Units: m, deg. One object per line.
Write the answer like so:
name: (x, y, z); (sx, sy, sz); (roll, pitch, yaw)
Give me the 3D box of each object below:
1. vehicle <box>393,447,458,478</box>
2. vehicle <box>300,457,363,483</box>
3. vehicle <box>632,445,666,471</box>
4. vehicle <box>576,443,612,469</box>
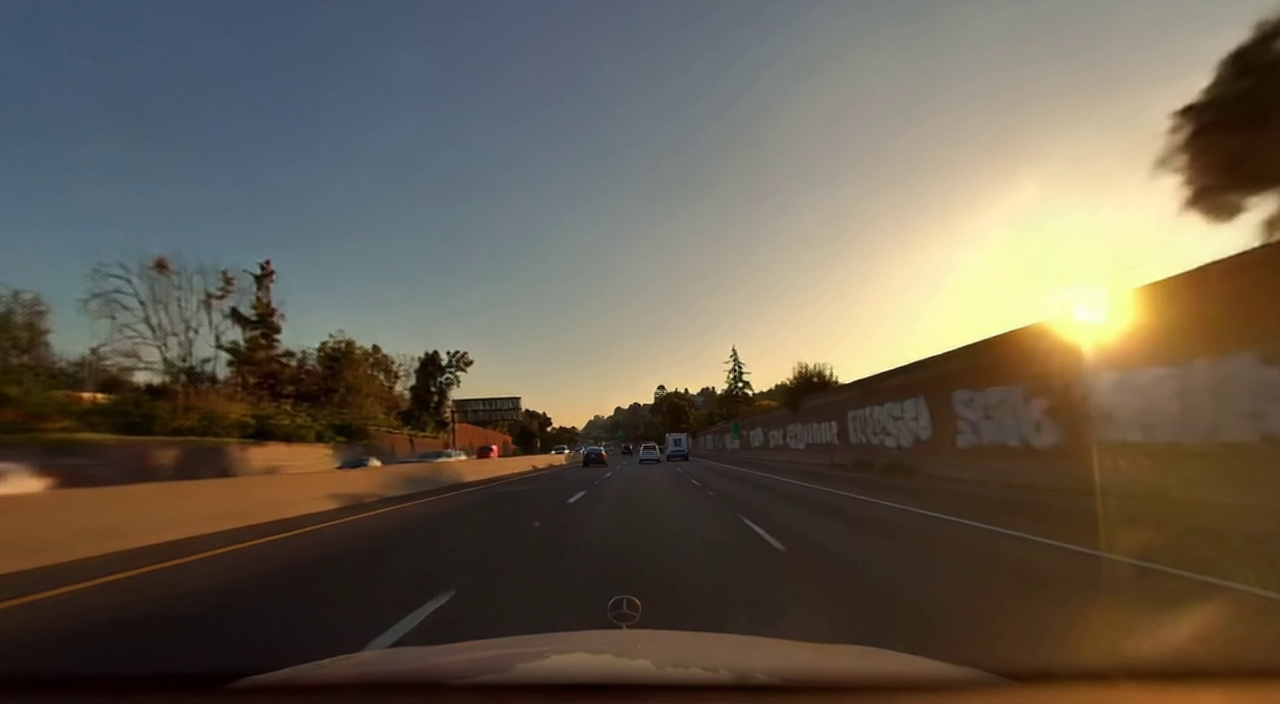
vehicle: (-11.709, 6.047, 34.739); (2.001, 1.547, 4.361); (0, -9, 1)
vehicle: (-20.194, 7.705, 41.462); (1.806, 1.549, 4.417); (0, -9, 1)
vehicle: (0.558, 6.632, 39.636); (2.009, 1.506, 4.091); (0, -9, 0)
vehicle: (-3.130, 7.201, 43.649); (2.095, 1.671, 4.193); (0, -9, 1)
